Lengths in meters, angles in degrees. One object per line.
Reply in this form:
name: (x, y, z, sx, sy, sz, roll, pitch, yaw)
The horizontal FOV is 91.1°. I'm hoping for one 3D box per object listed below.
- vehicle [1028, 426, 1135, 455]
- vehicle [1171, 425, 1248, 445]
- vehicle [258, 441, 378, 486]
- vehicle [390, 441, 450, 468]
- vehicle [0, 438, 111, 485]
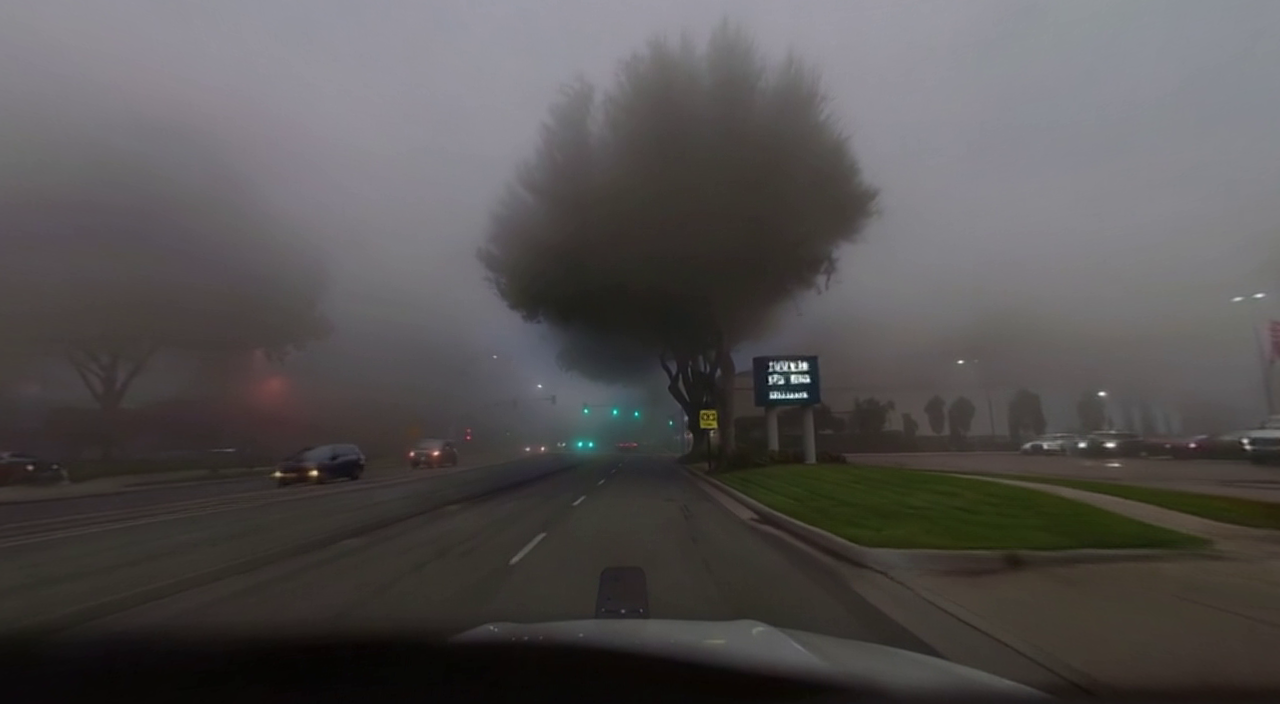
vehicle: (25.314, 5.081, 36.105, 4.649, 1.611, 1.945, 0, -9, -1)
vehicle: (45.231, 6.613, 49.912, 4.301, 1.498, 1.875, 0, -9, 0)
vehicle: (-12.043, 4.192, 23.922, 2.078, 1.532, 4.627, 0, -9, 1)
vehicle: (-16.382, 7.660, 47.141, 2.221, 1.832, 5.572, 0, -9, 3)
vehicle: (-29.788, 5.355, 30.368, 6.383, 1.887, 2.223, -4, -9, 0)
